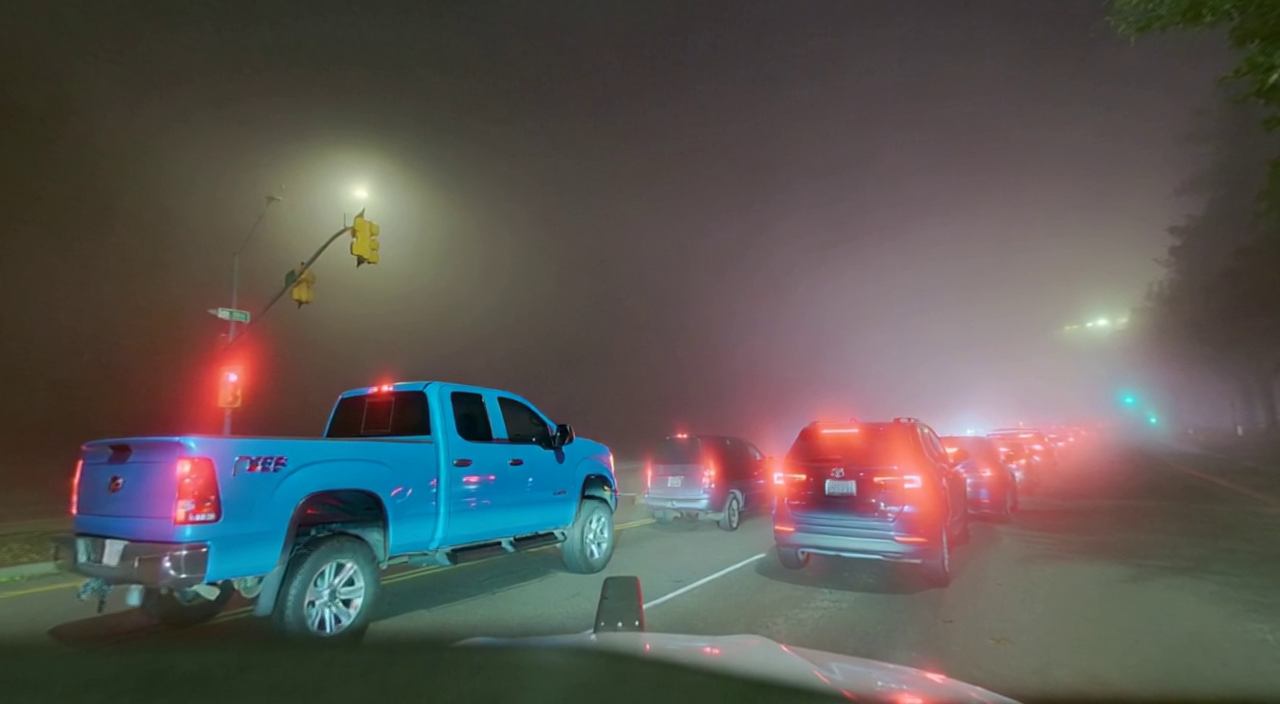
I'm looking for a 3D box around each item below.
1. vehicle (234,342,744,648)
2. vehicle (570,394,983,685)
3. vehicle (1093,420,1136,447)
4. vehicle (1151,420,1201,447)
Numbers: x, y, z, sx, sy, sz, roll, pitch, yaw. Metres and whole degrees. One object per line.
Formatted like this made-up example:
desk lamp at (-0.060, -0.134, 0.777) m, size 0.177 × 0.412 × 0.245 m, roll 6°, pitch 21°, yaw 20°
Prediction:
vehicle at (-0.878, 1.401, 7.460) m, size 2.272 × 2.016 × 6.146 m, roll -5°, pitch -10°, yaw 28°
vehicle at (1.713, 1.379, 5.989) m, size 2.027 × 1.549 × 4.801 m, roll -6°, pitch -10°, yaw 35°
vehicle at (32.796, 5.677, 43.716) m, size 2.160 × 1.790 × 4.303 m, roll -6°, pitch -10°, yaw 35°
vehicle at (35.761, 5.478, 42.196) m, size 2.183 × 1.714 × 4.491 m, roll -6°, pitch -11°, yaw 37°
